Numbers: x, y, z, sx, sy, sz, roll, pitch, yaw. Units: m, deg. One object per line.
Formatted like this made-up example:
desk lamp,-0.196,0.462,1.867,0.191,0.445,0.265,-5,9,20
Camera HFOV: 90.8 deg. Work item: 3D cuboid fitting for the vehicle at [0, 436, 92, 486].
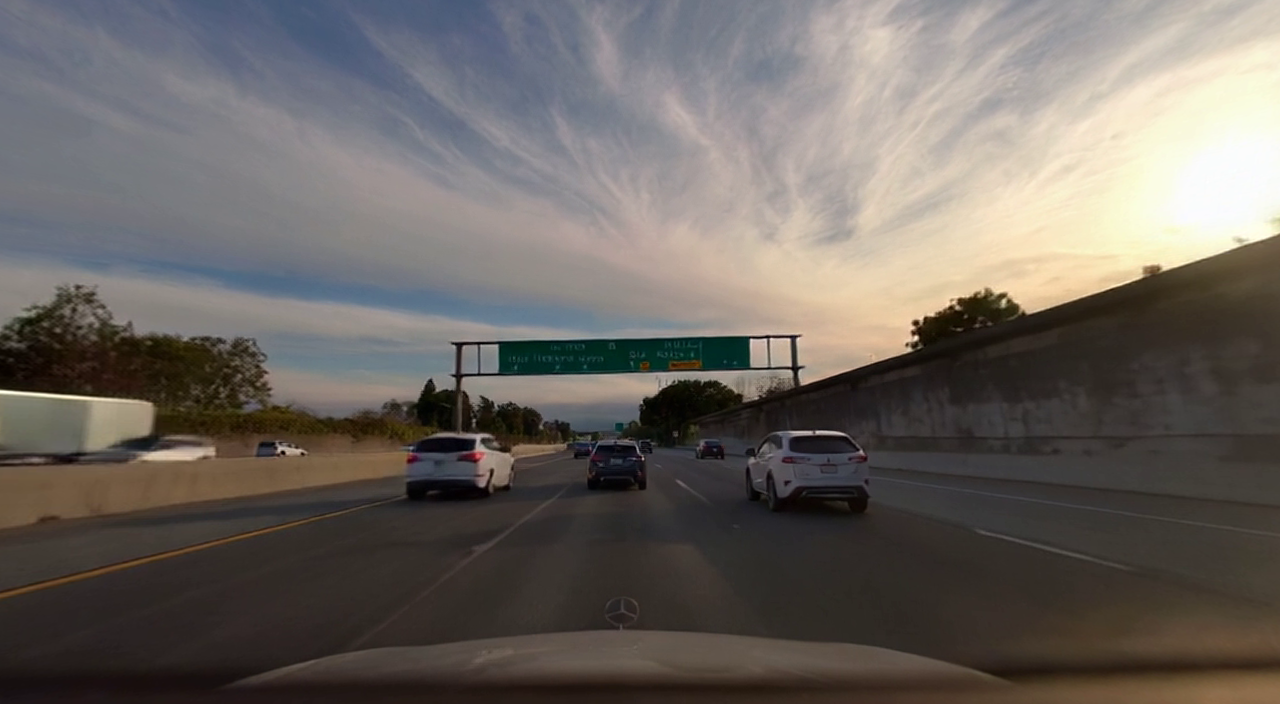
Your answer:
vehicle,-22.031,3.799,22.211,1.839,1.607,4.151,0,-8,-2

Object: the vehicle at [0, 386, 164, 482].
vehicle,-26.744,3.541,26.929,2.809,3.756,13.707,0,-8,-3

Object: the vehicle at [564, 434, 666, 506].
vehicle,-0.577,2.732,15.084,2.098,1.475,3.997,0,-8,-2

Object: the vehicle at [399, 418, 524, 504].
vehicle,-4.536,2.842,16.925,1.983,1.948,4.822,0,-8,-1

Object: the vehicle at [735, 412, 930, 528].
vehicle,3.396,2.203,12.357,2.162,1.800,4.693,0,-8,-2
